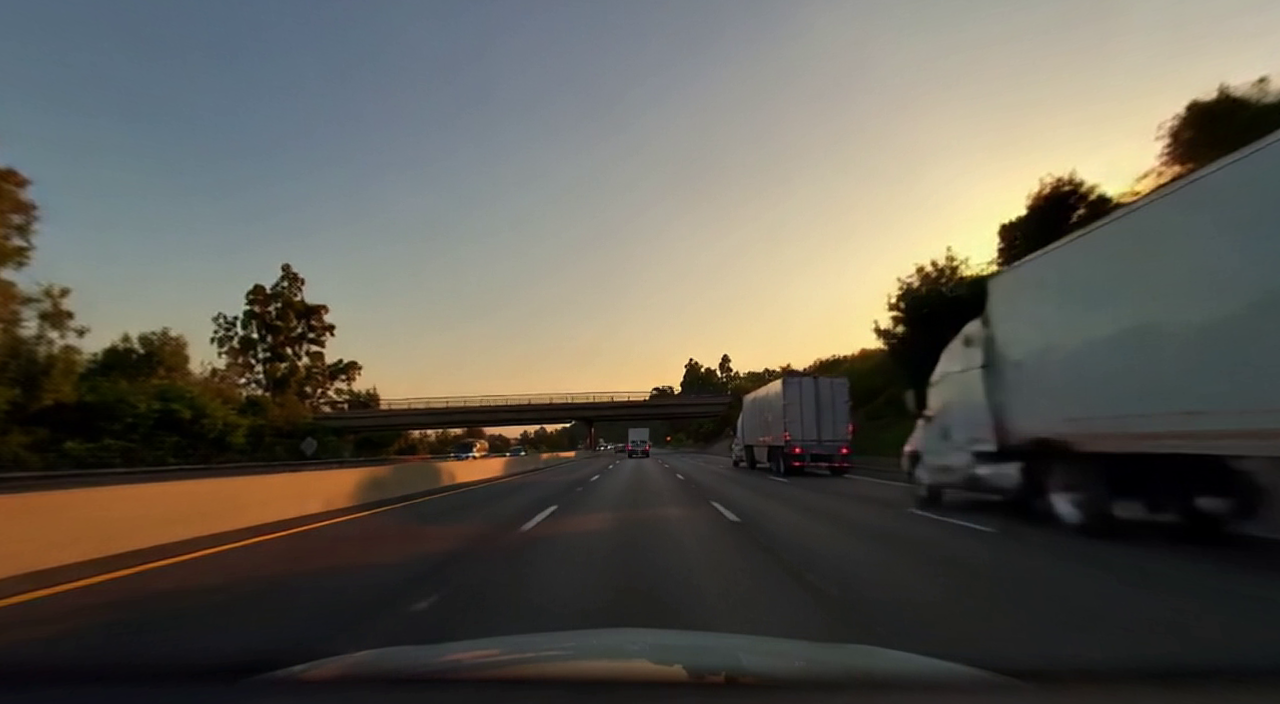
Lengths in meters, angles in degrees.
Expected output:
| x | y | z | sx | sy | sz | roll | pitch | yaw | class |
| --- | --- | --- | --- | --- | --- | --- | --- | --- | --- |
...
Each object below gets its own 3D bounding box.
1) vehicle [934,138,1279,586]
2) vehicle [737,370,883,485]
| x | y | z | sx | sy | sz | roll | pitch | yaw | class |
| --- | --- | --- | --- | --- | --- | --- | --- | --- | --- |
| 7.341 | 0.000 | 5.230 | 2.906 | 4.070 | 14.134 | 0 | -9 | 0 | vehicle |
| 7.220 | 3.841 | 30.111 | 2.937 | 4.105 | 14.800 | 0 | -9 | 0 | vehicle |
